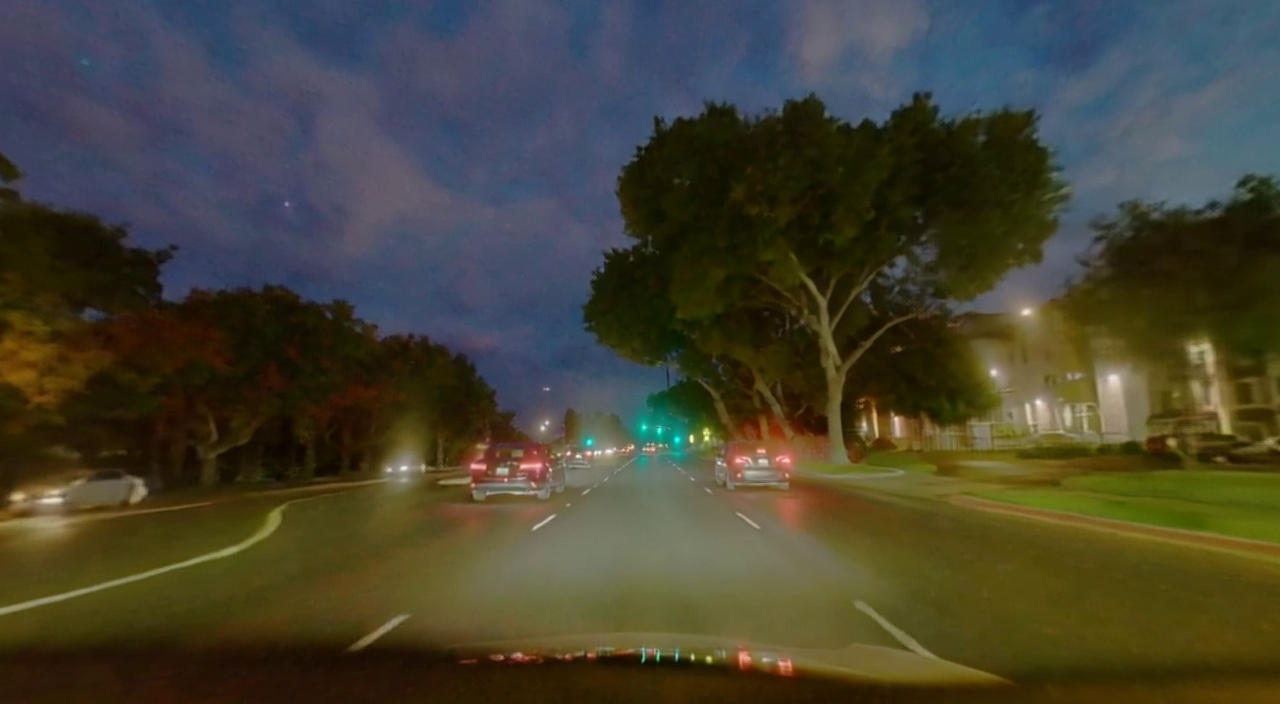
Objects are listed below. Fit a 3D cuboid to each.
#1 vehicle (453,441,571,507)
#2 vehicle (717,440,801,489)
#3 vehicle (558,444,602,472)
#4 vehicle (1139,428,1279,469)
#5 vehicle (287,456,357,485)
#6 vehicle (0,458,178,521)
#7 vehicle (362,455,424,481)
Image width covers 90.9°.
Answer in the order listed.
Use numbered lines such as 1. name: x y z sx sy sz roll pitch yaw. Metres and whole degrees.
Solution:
1. vehicle: -3.127 3.076 16.440 2.053 1.480 4.381 0 -8 1
2. vehicle: 3.977 3.832 21.874 2.010 1.486 4.498 0 -8 0
3. vehicle: -3.371 6.066 36.230 1.988 1.497 4.404 0 -8 2
4. vehicle: 24.075 4.056 26.722 1.754 1.461 4.491 -3 -8 -6
5. vehicle: -22.310 8.297 44.491 2.006 1.782 5.406 0 -8 1
6. vehicle: -19.393 4.667 22.056 2.240 1.805 5.313 0 -8 2
7. vehicle: -15.386 7.231 39.521 1.997 1.472 4.426 0 -8 1
